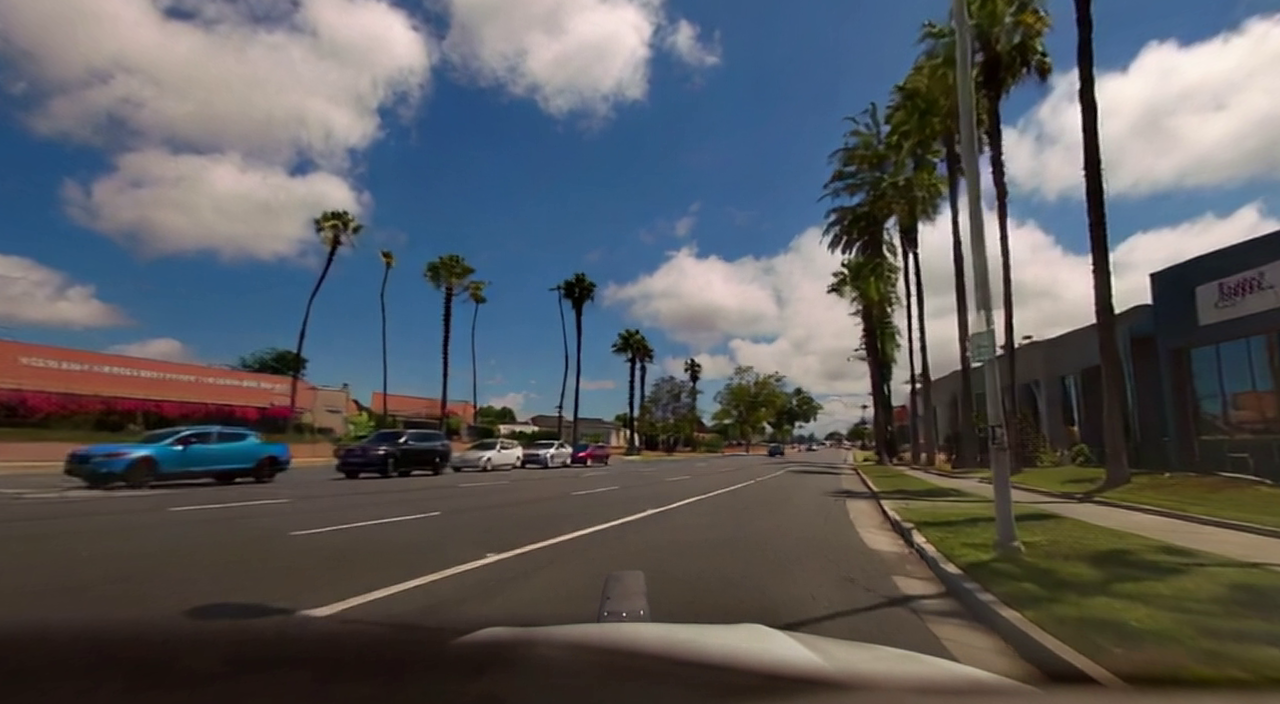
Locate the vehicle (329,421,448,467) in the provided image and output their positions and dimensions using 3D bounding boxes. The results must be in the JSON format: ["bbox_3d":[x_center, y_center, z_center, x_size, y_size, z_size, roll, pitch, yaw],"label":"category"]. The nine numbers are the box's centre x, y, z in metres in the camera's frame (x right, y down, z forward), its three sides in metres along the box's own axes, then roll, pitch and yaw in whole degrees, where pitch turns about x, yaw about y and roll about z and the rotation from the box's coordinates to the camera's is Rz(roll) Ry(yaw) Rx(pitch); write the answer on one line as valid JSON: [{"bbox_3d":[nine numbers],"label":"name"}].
[{"bbox_3d":[-11.829,4.427,30.111,2.184,1.904,5.617,-5,-10,18],"label":"vehicle"}]

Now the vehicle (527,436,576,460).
[{"bbox_3d":[-6.430,7.016,45.994,1.858,1.599,4.104,-3,-9,19],"label":"vehicle"}]

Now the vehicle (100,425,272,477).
[{"bbox_3d":[-14.810,3.244,20.824,1.857,1.474,4.291,-5,-9,17],"label":"vehicle"}]

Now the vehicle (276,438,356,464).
[{"bbox_3d":[-19.472,5.952,37.919,1.806,1.500,4.118,-3,-9,18],"label":"vehicle"}]

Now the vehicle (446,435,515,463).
[{"bbox_3d":[-9.205,5.670,36.715,1.813,1.535,4.306,-3,-9,19],"label":"vehicle"}]
